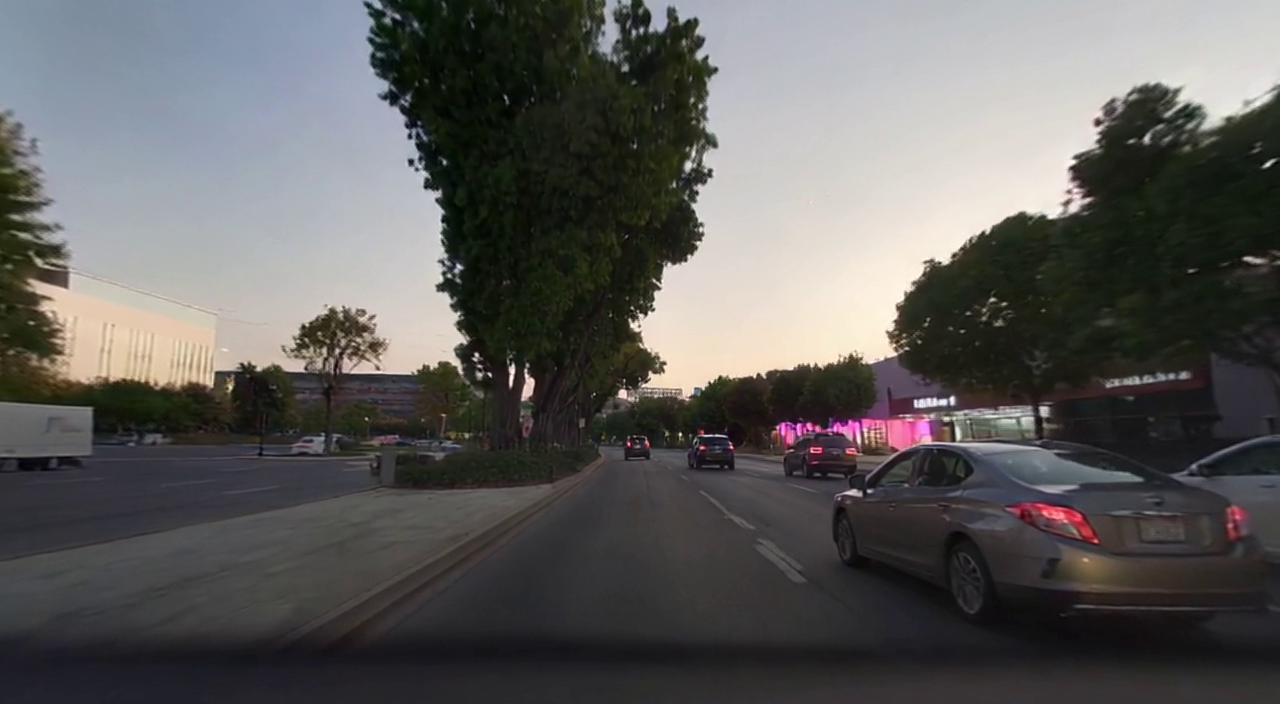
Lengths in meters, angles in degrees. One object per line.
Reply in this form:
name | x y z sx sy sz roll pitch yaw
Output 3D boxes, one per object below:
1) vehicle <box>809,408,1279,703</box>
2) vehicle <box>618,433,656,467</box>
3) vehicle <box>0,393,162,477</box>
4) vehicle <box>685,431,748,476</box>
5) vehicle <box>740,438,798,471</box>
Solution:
vehicle | 2.897 1.285 4.897 1.883 1.452 4.258 0 -8 -1
vehicle | -0.228 5.573 35.961 2.051 1.798 4.168 0 -8 -2
vehicle | -25.679 3.395 26.258 8.344 3.233 3.218 3 -7 -10
vehicle | 3.163 4.289 26.799 2.000 1.745 4.206 1 -8 -2
vehicle | 6.675 5.341 33.106 1.954 1.606 4.423 1 -8 -2
